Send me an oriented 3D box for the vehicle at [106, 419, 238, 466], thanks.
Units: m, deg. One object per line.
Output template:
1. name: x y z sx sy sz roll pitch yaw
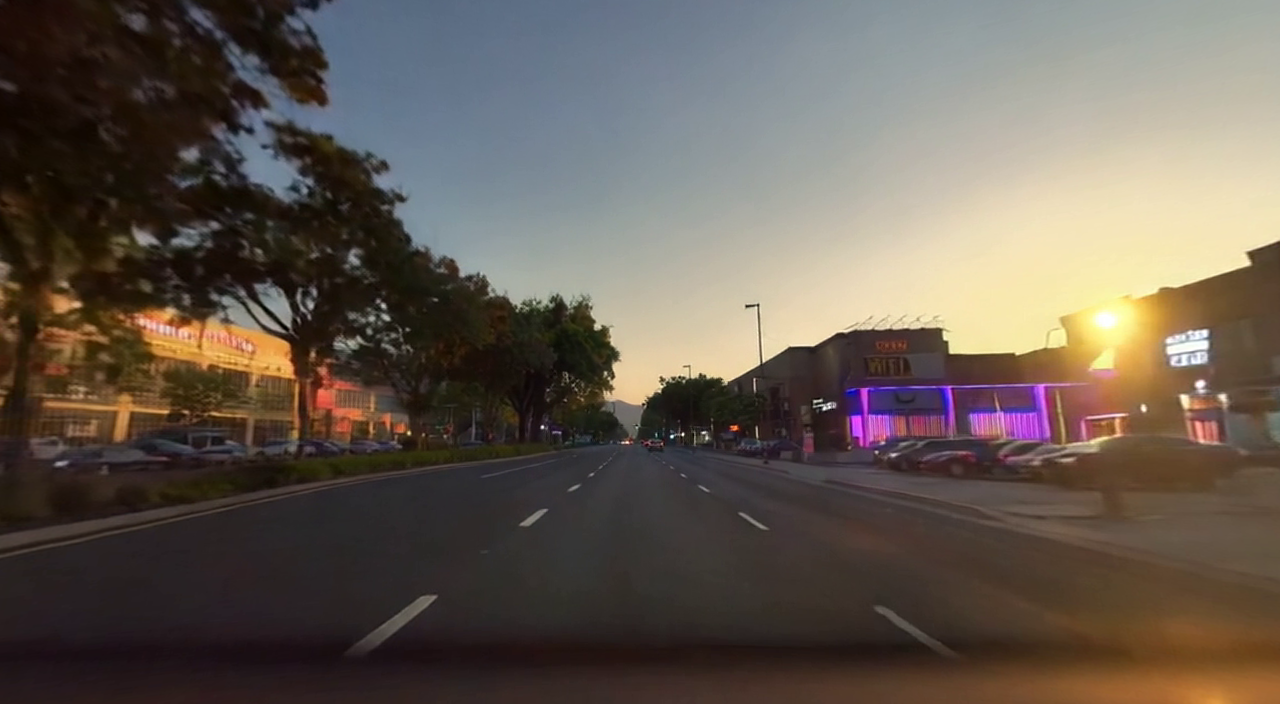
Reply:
1. vehicle: -31.324 6.065 42.500 6.892 2.879 2.222 -1 -8 -3

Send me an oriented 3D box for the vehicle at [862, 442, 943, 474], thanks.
1. vehicle: 12.973 5.242 31.486 1.865 1.434 4.373 1 -8 -5

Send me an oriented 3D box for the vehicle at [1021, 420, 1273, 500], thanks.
1. vehicle: 14.872 3.217 19.229 2.189 1.951 5.828 0 -9 -9

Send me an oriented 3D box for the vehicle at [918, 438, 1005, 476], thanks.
1. vehicle: 15.712 5.128 31.155 1.893 1.727 4.285 0 -8 -2

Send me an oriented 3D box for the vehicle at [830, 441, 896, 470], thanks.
1. vehicle: 12.717 5.948 36.407 1.928 1.465 4.874 -2 -9 -1

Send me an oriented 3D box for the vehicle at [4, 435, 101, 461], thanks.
1. vehicle: -42.204 6.882 45.466 4.838 1.781 1.986 1 -8 -3
